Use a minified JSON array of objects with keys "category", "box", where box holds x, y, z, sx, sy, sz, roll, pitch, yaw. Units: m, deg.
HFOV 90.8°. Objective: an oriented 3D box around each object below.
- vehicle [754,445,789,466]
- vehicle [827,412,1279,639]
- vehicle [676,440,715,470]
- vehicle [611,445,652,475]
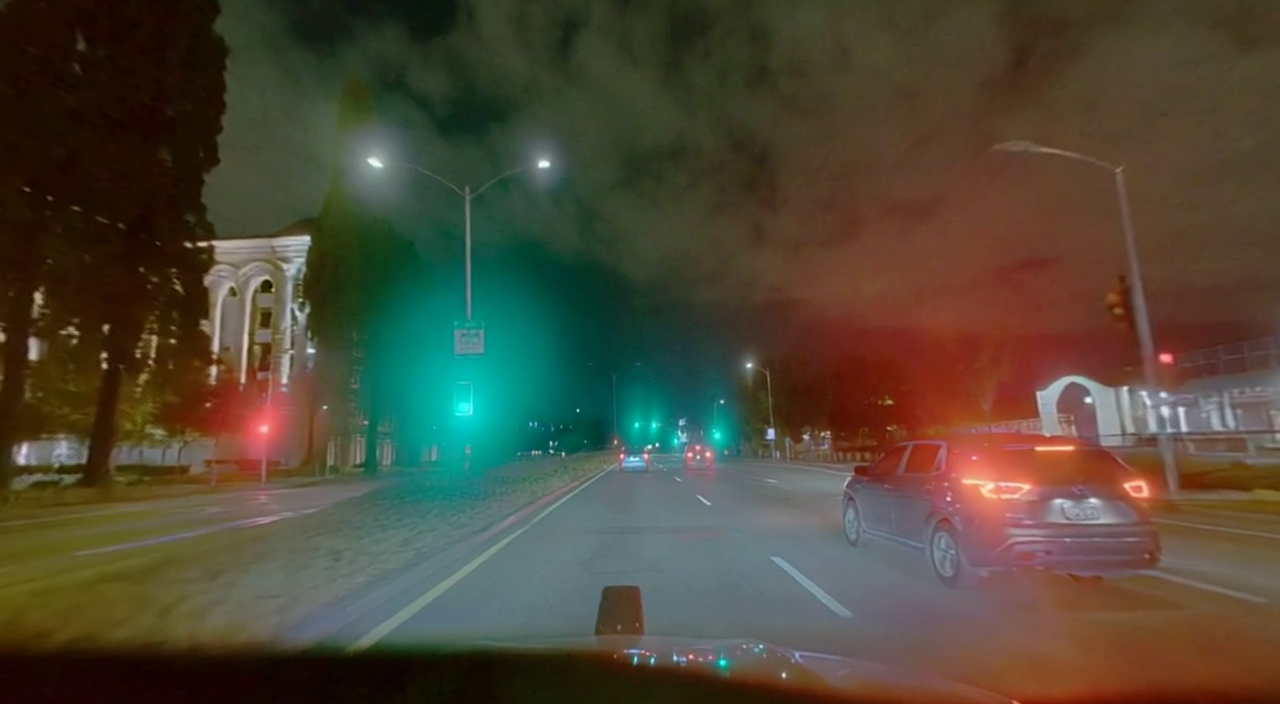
[{"category":"vehicle","box":[10.116,7.991,48.784,1.958,1.529,4.084,0,-10,3]},{"category":"vehicle","box":[3.464,1.488,6.345,1.937,1.538,3.832,0,-9,-1]},{"category":"vehicle","box":[3.435,6.495,39.935,2.036,1.757,4.300,0,-9,-1]},{"category":"vehicle","box":[-0.439,5.683,33.374,2.054,1.446,3.969,0,-9,-1]}]
